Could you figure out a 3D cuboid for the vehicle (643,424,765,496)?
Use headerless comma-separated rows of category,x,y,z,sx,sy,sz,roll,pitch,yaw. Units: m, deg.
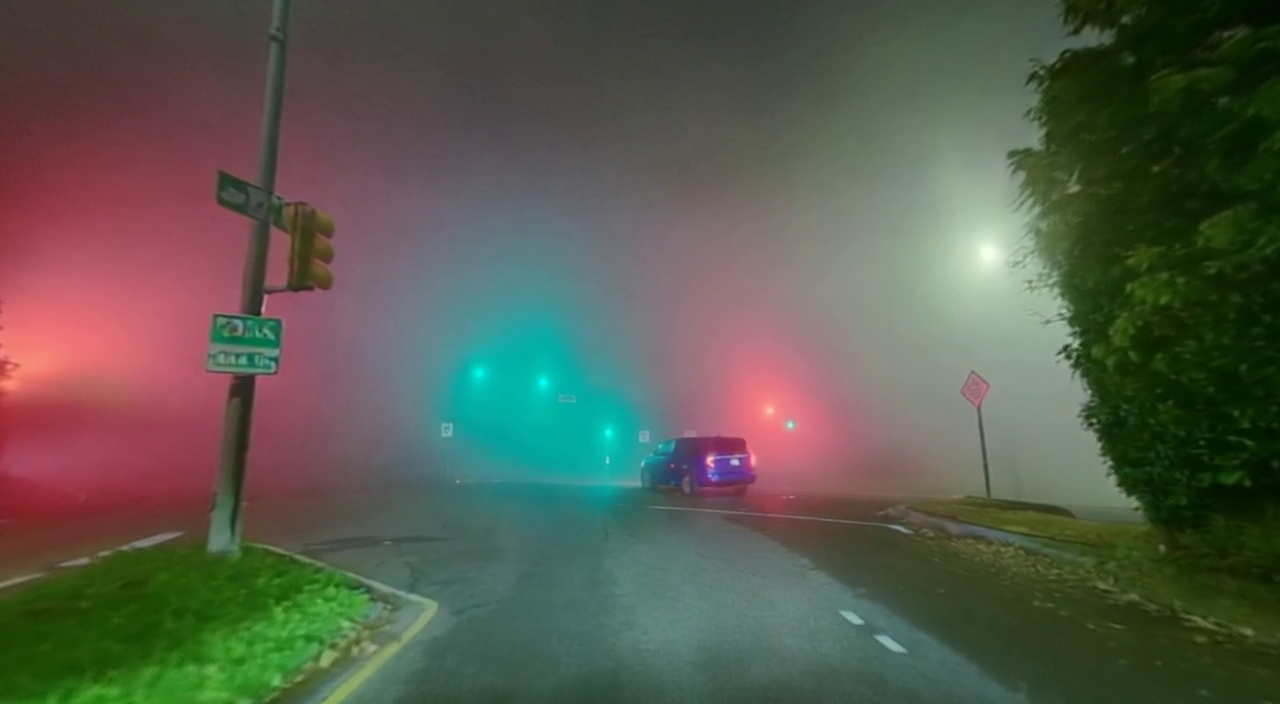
vehicle,1.629,3.071,18.309,2.284,1.788,4.871,1,-8,-10
